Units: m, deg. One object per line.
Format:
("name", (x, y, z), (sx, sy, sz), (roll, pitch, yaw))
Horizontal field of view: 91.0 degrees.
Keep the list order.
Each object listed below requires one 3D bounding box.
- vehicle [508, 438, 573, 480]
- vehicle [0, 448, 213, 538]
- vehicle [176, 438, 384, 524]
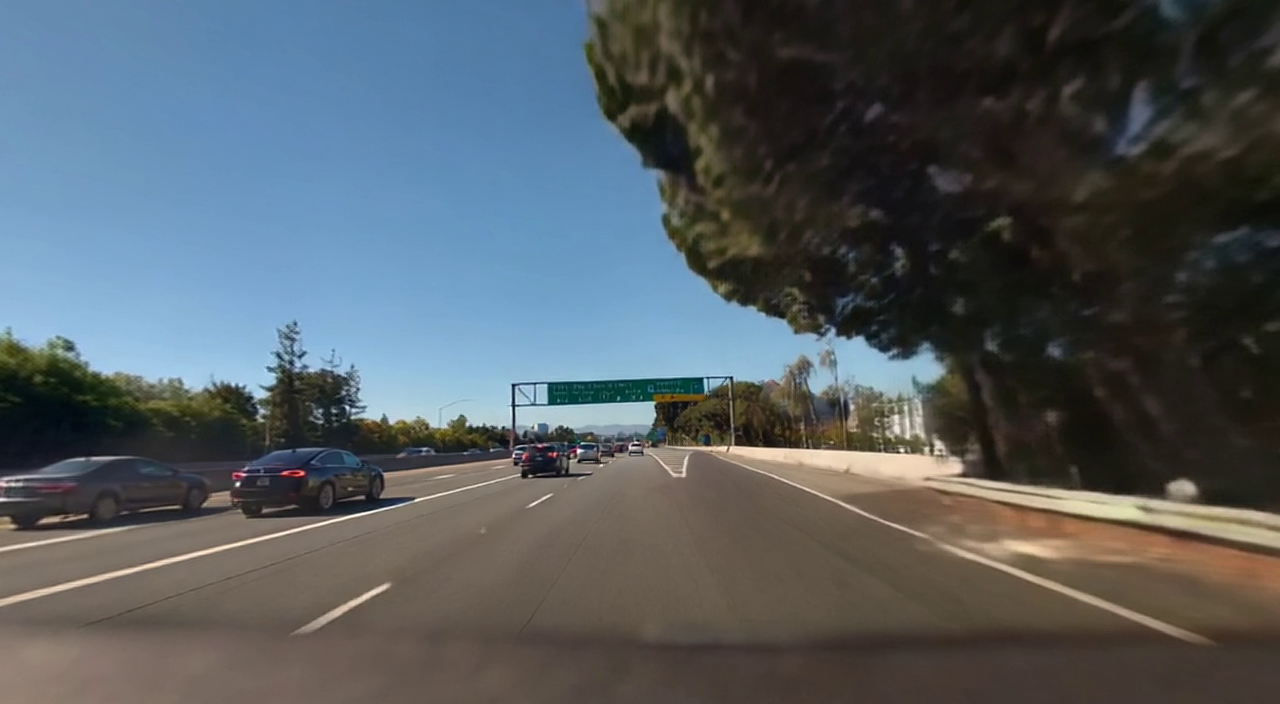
("vehicle", (-4.360, 4.787, 28.358), (2.158, 1.717, 4.375), (0, -9, 1))
("vehicle", (-11.848, 2.873, 13.571), (2.003, 1.595, 4.532), (0, -9, 1))
("vehicle", (-7.979, 2.873, 14.627), (2.071, 1.661, 4.540), (0, -9, 1))
